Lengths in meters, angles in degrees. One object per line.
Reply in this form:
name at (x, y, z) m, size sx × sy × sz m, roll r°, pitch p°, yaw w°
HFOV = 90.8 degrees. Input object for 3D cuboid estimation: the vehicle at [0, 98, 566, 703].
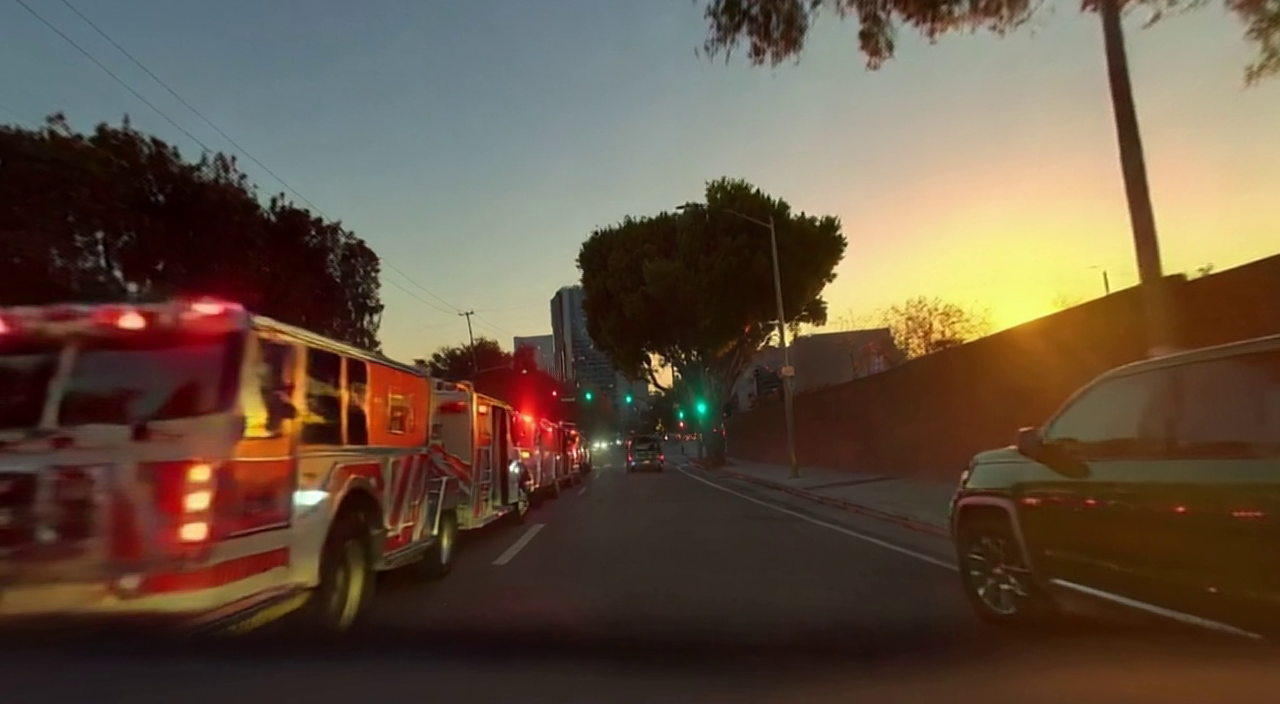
vehicle at (-3.223, 0.967, 7.580) m, size 3.644 × 3.138 × 9.346 m, roll 0°, pitch -9°, yaw -1°

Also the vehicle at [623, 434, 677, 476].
vehicle at (0.380, 4.968, 30.615) m, size 2.332 × 1.831 × 4.930 m, roll 0°, pitch -9°, yaw -3°

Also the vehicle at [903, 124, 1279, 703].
vehicle at (4.083, 0.470, 2.936) m, size 3.411 × 2.429 × 5.271 m, roll 0°, pitch -9°, yaw 0°
